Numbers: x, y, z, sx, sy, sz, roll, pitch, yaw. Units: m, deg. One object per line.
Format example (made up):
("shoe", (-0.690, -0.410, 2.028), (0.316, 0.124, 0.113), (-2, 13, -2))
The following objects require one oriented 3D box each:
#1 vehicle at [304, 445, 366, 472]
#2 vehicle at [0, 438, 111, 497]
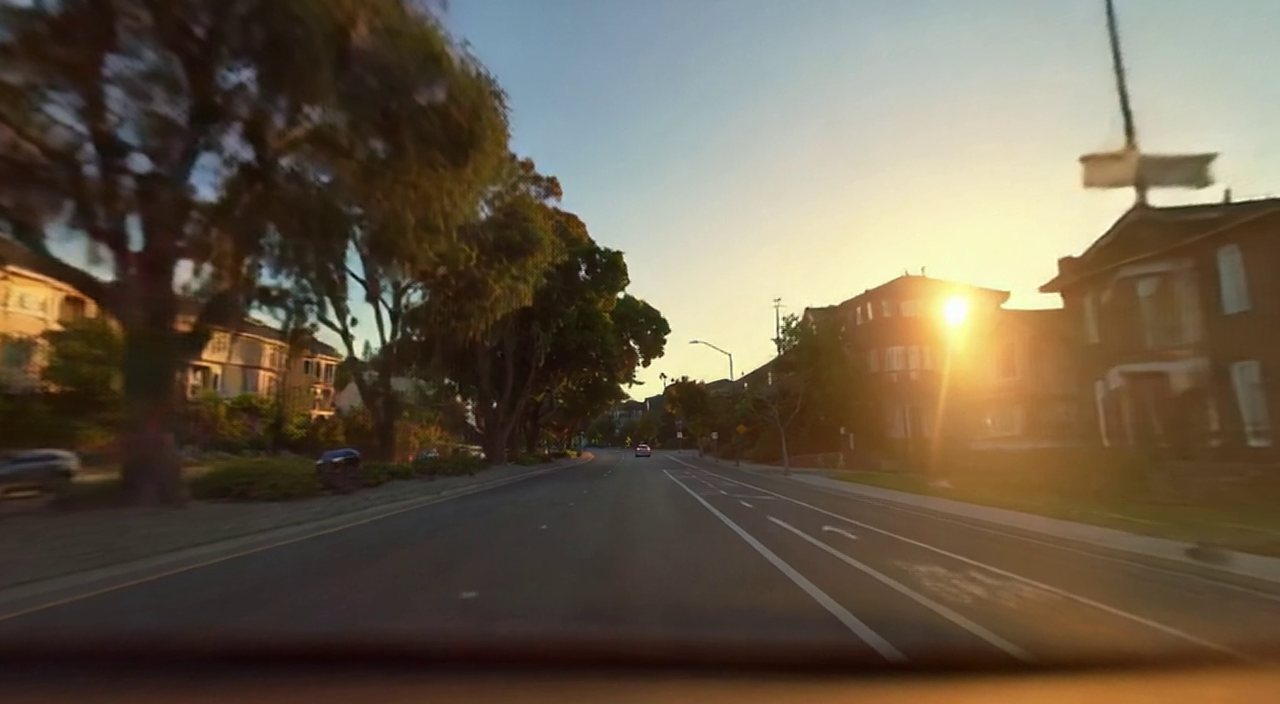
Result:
("vehicle", (-20.341, 7.112, 42.348), (1.887, 1.664, 4.491), (0, -9, 0))
("vehicle", (-19.856, 3.613, 19.998), (2.166, 1.720, 4.629), (0, -9, 0))
